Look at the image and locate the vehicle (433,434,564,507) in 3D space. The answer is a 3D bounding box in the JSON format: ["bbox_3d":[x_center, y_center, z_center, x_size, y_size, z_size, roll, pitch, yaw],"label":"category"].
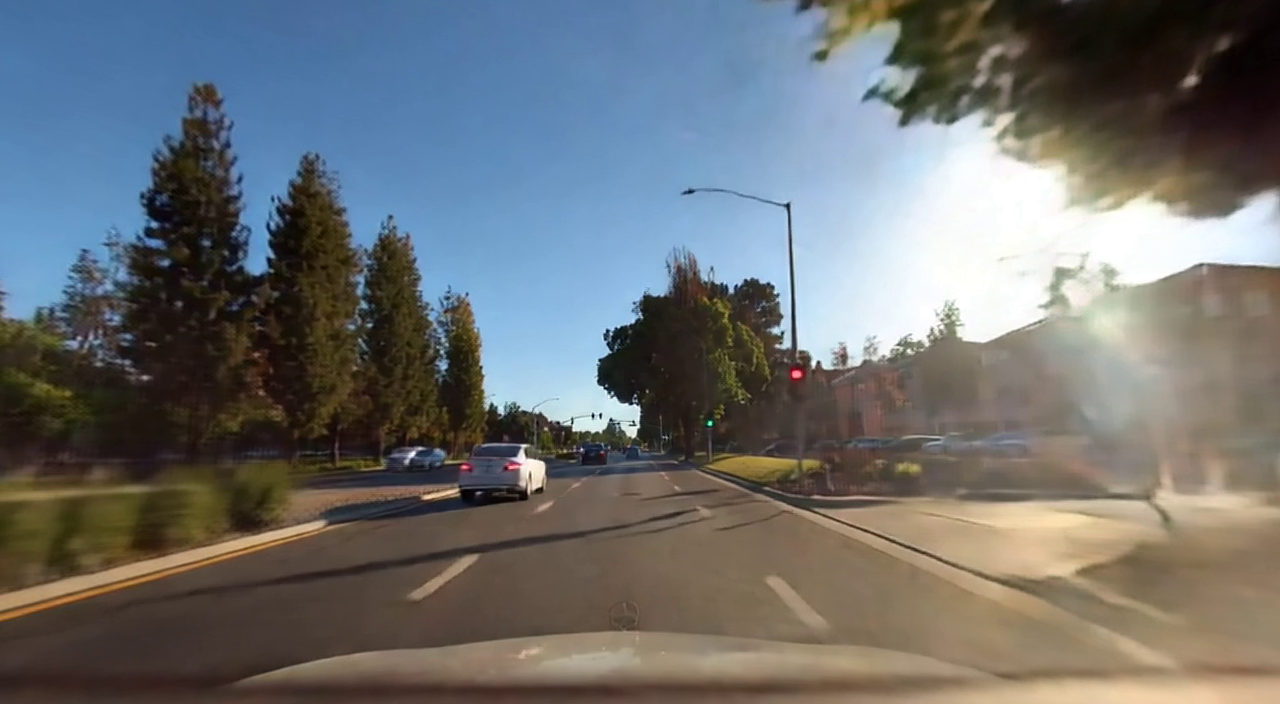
[{"bbox_3d":[-3.219,2.813,15.538,2.011,1.498,4.914,0,-8,1],"label":"vehicle"}]

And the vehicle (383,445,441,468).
[{"bbox_3d":[-14.759,6.762,41.187,2.114,1.429,4.532,0,-8,-1],"label":"vehicle"}]

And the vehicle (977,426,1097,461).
[{"bbox_3d":[19.312,4.482,30.856,4.465,1.587,2.178,0,-11,-7],"label":"vehicle"}]
